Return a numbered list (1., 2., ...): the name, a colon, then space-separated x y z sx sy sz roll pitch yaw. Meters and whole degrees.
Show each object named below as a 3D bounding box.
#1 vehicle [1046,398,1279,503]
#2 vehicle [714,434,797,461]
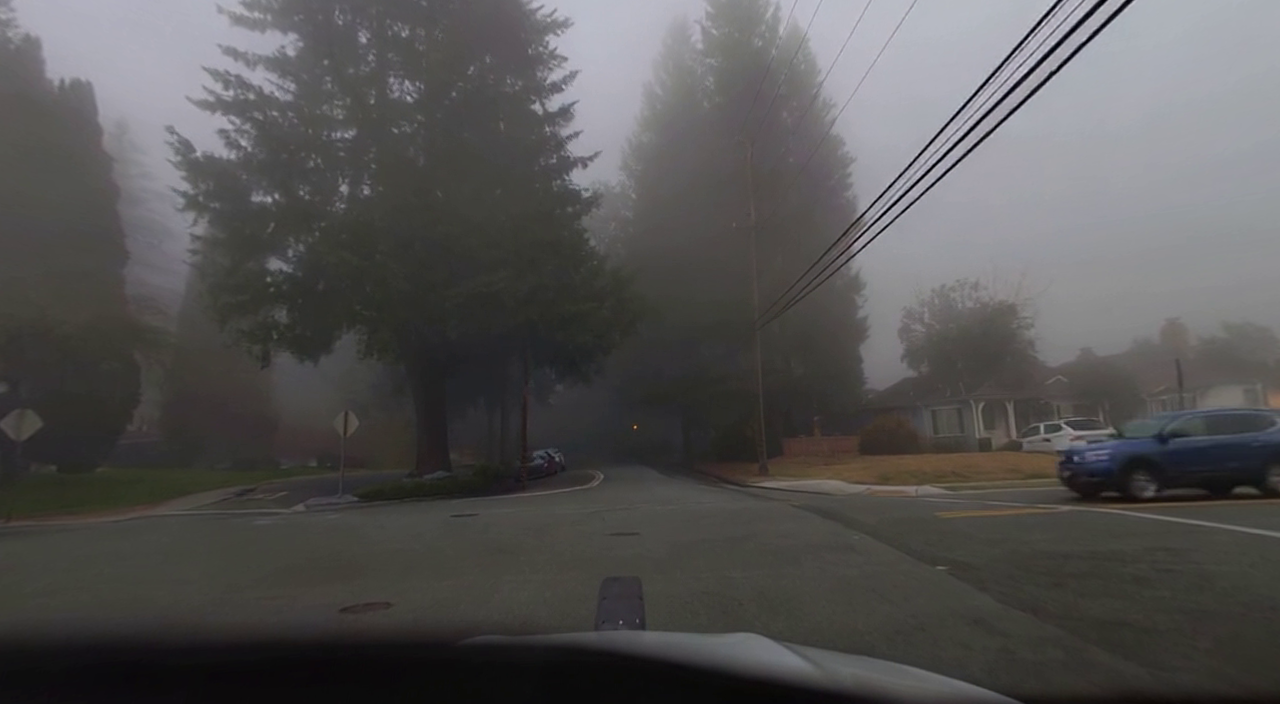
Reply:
1. vehicle: 11.121 1.906 12.385 4.809 1.834 2.181 0 -8 -2
2. vehicle: 7.266 6.062 40.053 4.784 1.647 1.947 0 -8 -5
